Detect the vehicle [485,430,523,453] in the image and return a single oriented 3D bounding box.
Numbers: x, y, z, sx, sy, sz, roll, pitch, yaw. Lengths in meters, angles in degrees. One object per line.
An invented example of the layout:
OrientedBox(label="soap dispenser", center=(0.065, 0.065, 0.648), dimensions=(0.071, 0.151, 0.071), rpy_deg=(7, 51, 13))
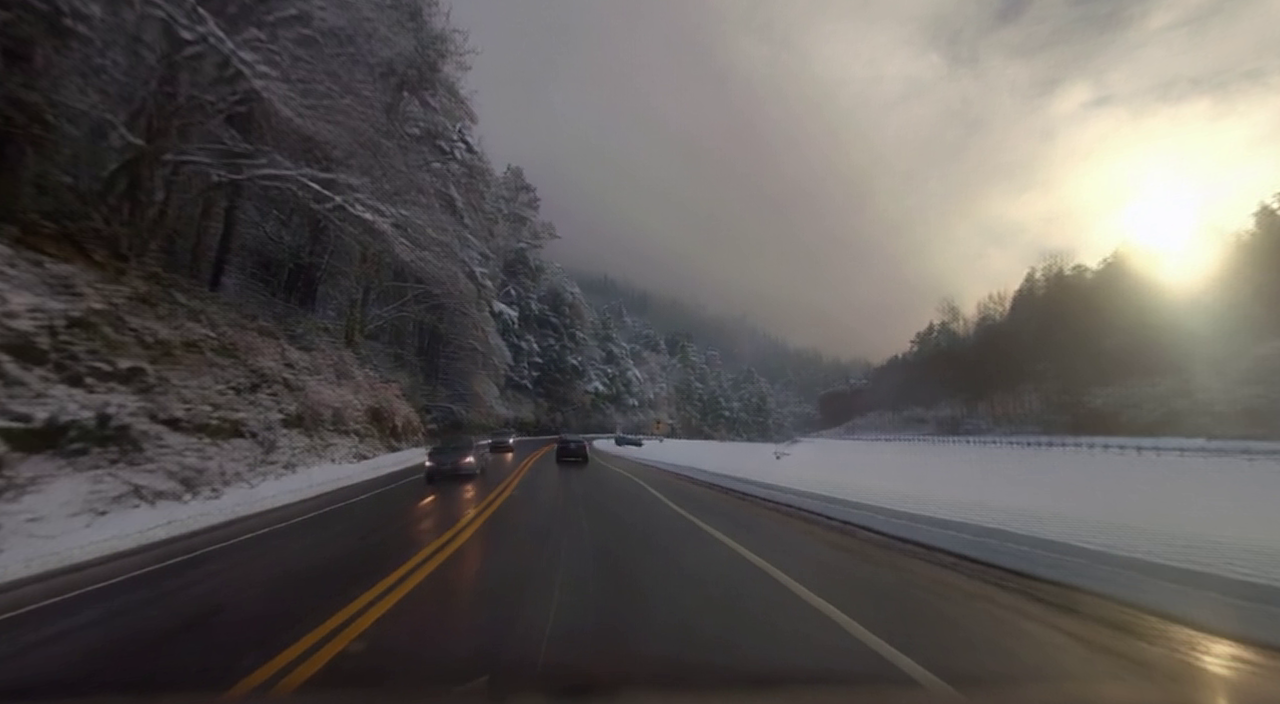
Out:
OrientedBox(label="vehicle", center=(-9.625, 6.381, 44.919), dimensions=(2.200, 1.588, 4.150), rpy_deg=(1, -8, -7))

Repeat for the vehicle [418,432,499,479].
OrientedBox(label="vehicle", center=(-6.528, 3.749, 23.199), dimensions=(2.133, 1.526, 4.308), rpy_deg=(1, -8, -6))

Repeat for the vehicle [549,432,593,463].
OrientedBox(label="vehicle", center=(-3.713, 5.004, 33.298), dimensions=(2.120, 1.491, 4.349), rpy_deg=(1, -8, -8))
